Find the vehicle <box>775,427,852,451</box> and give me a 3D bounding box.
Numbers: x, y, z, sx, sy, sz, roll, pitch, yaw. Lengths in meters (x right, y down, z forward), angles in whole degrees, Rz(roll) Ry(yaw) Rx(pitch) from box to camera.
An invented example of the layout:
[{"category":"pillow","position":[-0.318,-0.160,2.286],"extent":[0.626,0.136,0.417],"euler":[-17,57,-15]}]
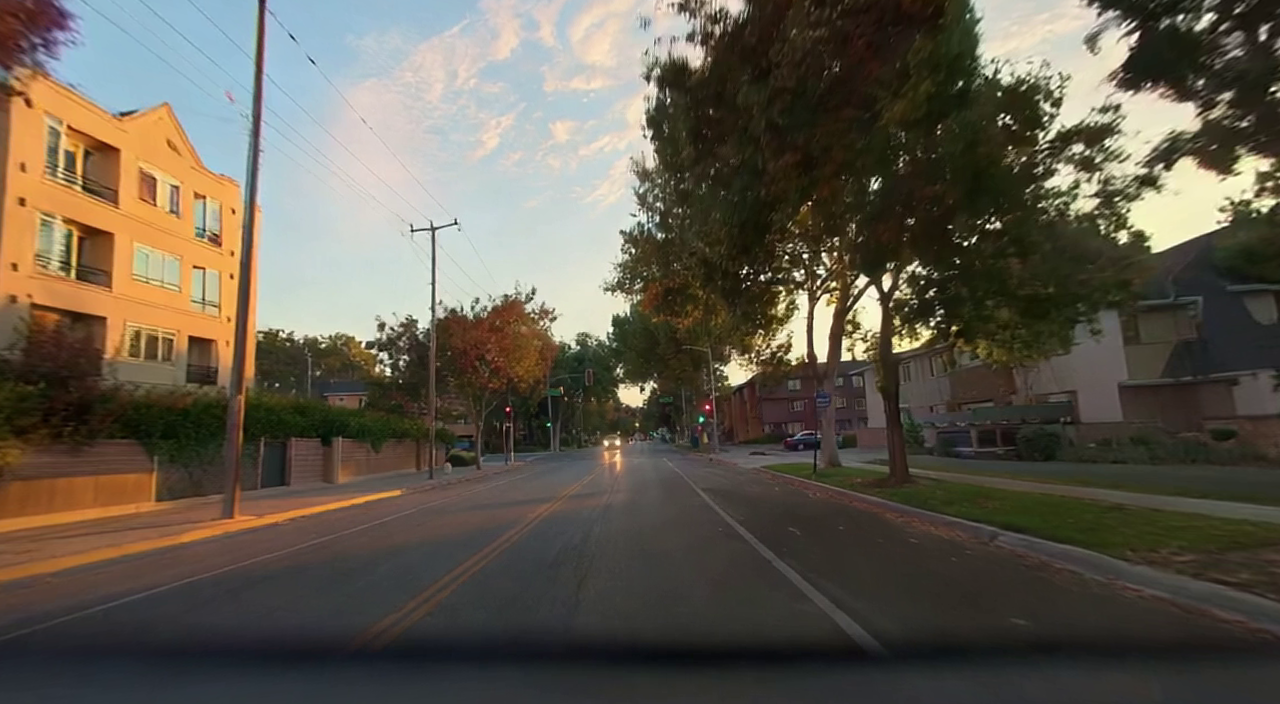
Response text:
[{"category":"vehicle","position":[12.704,6.411,46.427],"extent":[4.908,1.521,2.108],"euler":[-1,-8,-3]}]
